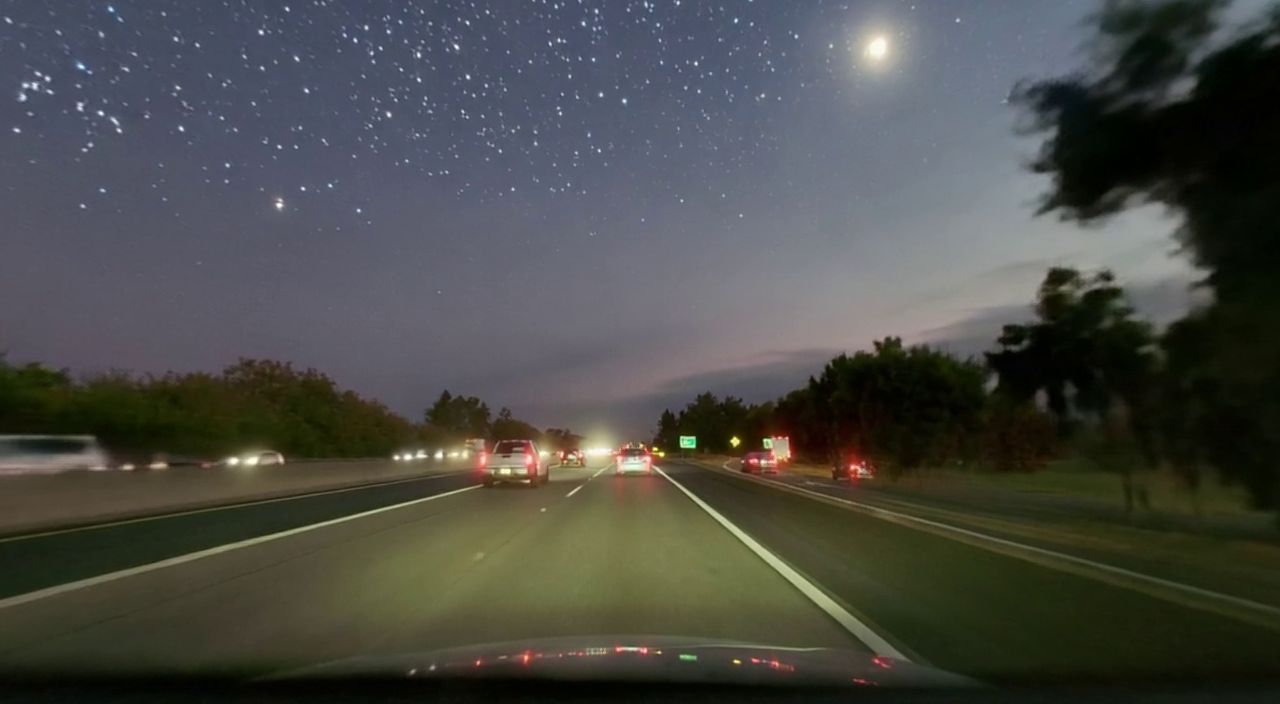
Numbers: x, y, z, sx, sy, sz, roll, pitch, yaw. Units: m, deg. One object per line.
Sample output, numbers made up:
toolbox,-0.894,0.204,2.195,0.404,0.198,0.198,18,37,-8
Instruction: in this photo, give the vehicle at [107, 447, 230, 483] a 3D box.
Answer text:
vehicle,-20.863,4.982,28.254,1.907,1.462,4.688,0,-8,0

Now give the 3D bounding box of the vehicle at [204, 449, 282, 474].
vehicle,-25.186,6.934,40.296,1.861,1.467,4.782,0,-8,0

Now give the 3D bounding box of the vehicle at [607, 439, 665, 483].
vehicle,-0.191,4.765,27.978,2.378,1.750,4.355,0,-9,-1

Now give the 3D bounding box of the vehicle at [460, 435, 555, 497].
vehicle,-4.057,3.569,20.154,2.044,1.717,4.421,0,-9,1

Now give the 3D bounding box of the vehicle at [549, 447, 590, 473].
vehicle,-4.319,6.636,39.124,2.084,1.528,4.094,0,-9,0
